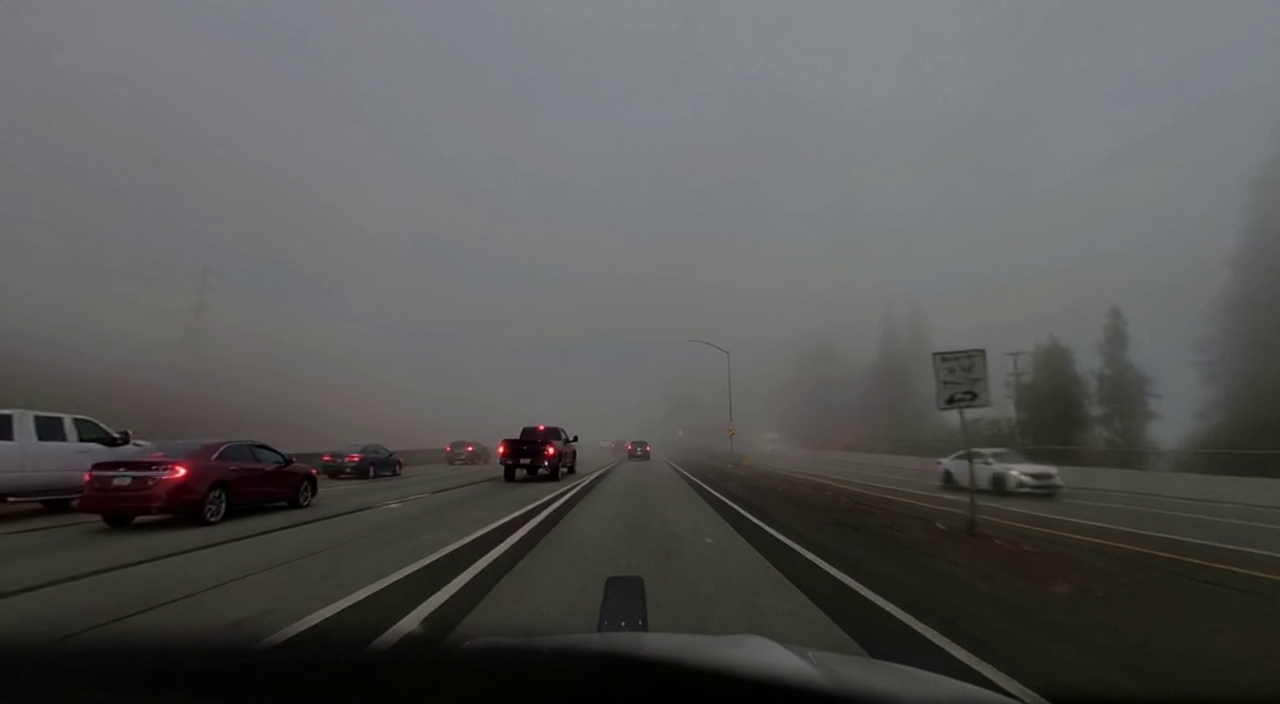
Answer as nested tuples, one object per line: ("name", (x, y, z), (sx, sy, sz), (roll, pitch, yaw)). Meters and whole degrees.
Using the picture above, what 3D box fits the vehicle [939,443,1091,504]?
("vehicle", (11.672, 3.762, 20.022), (2.048, 1.720, 4.524), (0, -8, 0))

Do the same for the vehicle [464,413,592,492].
("vehicle", (-3.227, 3.145, 19.981), (2.815, 2.092, 6.526), (0, -8, 1))

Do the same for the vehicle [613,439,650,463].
("vehicle", (-0.491, 6.508, 41.371), (2.013, 1.444, 4.447), (-1, -8, 5))

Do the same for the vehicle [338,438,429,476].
("vehicle", (-10.888, 4.483, 27.070), (1.884, 1.453, 4.579), (0, -8, 2))

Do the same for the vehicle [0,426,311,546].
("vehicle", (-7.563, 2.006, 10.141), (1.964, 1.481, 4.425), (0, -8, 2))
